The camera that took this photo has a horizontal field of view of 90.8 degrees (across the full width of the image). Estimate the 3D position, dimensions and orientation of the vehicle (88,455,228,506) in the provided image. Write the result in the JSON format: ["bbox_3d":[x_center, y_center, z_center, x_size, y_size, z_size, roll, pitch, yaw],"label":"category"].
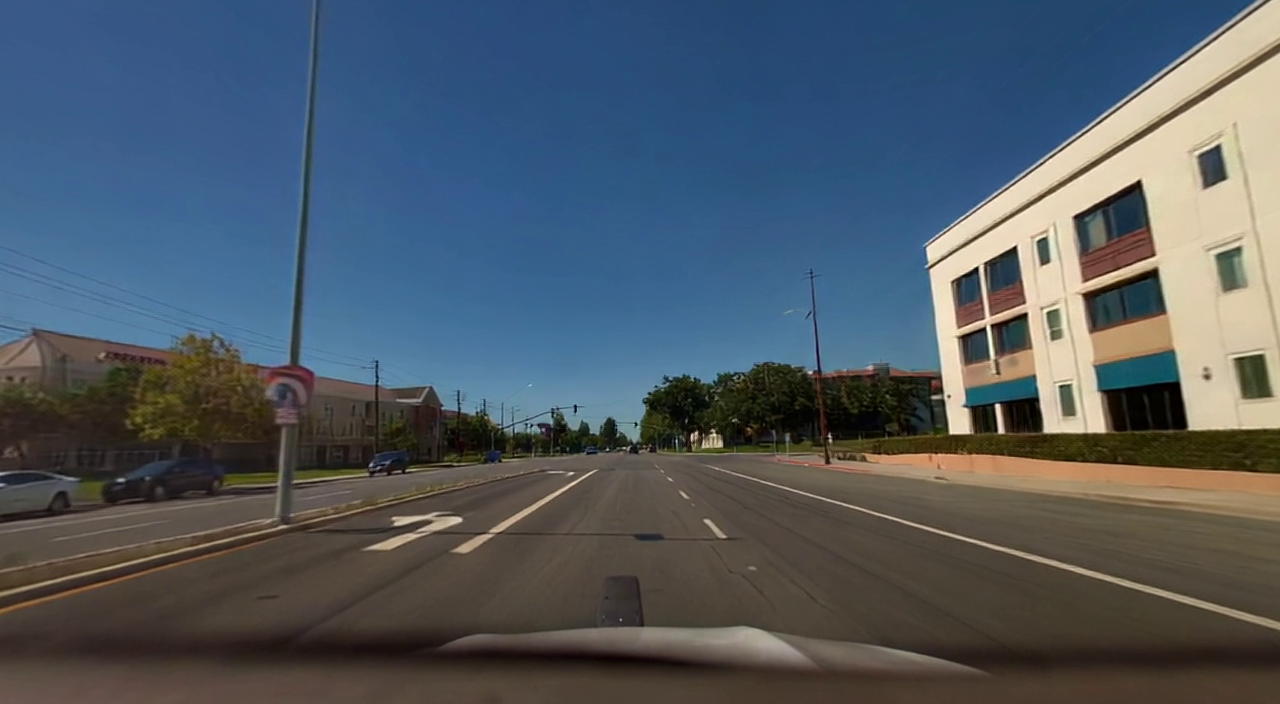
[{"bbox_3d":[-19.135,5.064,25.426,1.976,1.766,4.677,0,-9,-1],"label":"vehicle"}]

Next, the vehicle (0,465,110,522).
[{"bbox_3d":[-19.039,4.242,19.087,1.925,1.485,4.821,0,-9,-2],"label":"vehicle"}]

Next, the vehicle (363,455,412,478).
[{"bbox_3d":[-19.452,8.798,48.863,1.943,1.638,4.415,0,-9,0],"label":"vehicle"}]
